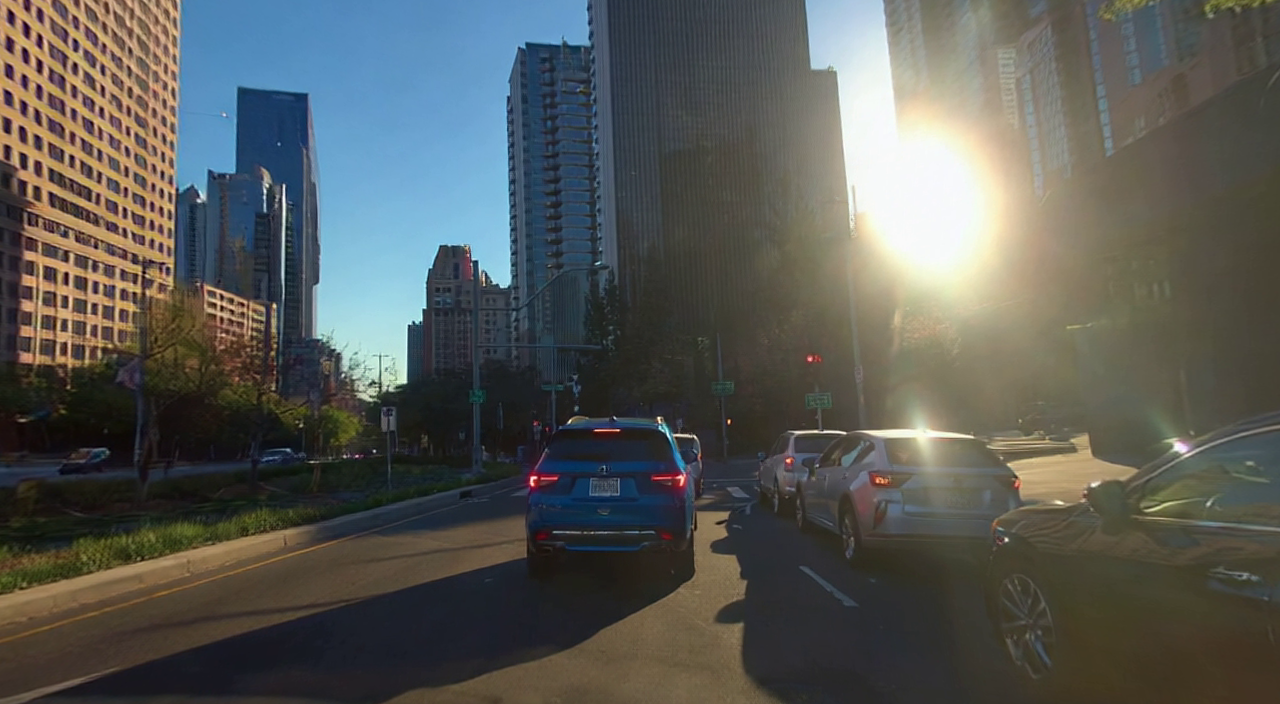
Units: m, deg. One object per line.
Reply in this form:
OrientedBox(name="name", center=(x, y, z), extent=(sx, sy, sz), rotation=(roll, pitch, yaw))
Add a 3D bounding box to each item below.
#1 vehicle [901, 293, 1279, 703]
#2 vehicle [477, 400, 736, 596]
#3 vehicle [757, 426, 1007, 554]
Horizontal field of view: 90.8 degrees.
OrientedBox(name="vehicle", center=(3.001, 0.749, 2.242), extent=(2.063, 1.760, 4.664), rotation=(0, -9, -1))
OrientedBox(name="vehicle", center=(-0.338, 1.581, 7.634), extent=(2.249, 1.684, 4.084), rotation=(0, -9, -1))
OrientedBox(name="vehicle", center=(3.290, 1.978, 9.812), extent=(1.941, 1.482, 4.632), rotation=(0, -9, -2))
